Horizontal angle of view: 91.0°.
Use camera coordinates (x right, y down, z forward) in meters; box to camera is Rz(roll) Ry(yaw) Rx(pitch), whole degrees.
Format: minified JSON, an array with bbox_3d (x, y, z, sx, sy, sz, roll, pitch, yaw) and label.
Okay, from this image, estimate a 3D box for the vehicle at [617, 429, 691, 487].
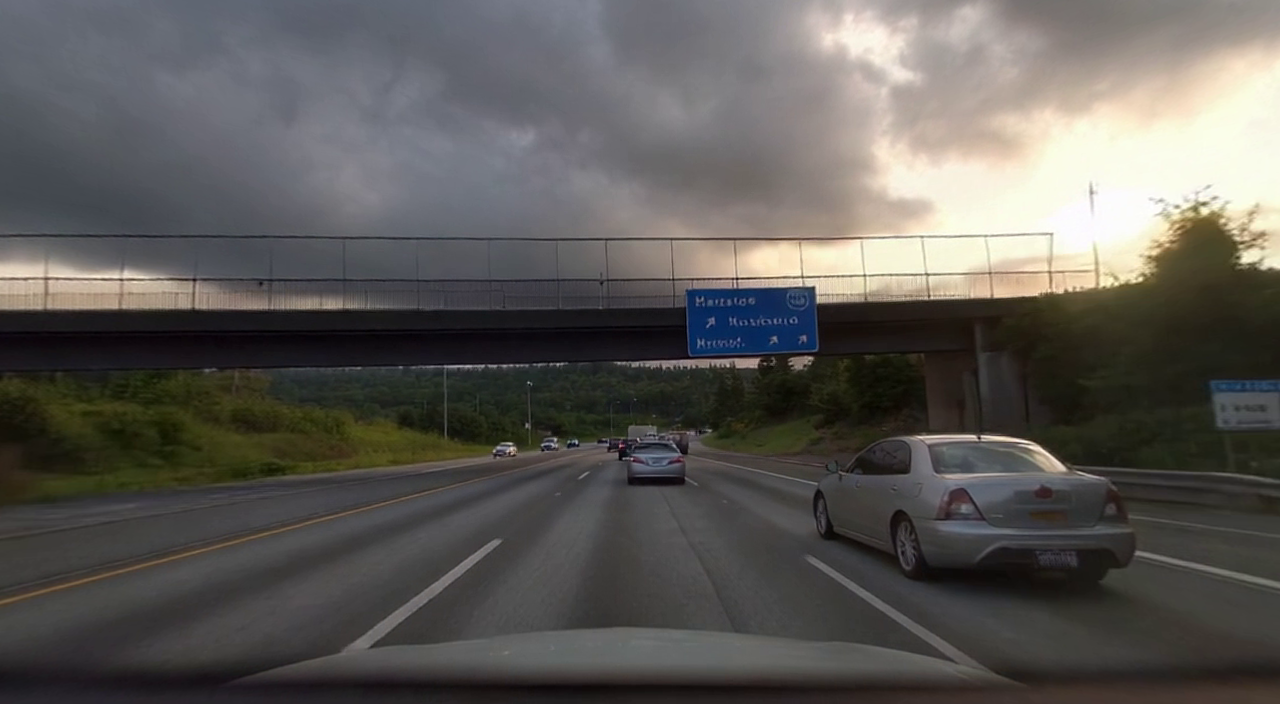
[{"bbox_3d":[0.328,3.352,20.297,2.092,1.636,4.024,0,-8,-3],"label":"vehicle"}]
